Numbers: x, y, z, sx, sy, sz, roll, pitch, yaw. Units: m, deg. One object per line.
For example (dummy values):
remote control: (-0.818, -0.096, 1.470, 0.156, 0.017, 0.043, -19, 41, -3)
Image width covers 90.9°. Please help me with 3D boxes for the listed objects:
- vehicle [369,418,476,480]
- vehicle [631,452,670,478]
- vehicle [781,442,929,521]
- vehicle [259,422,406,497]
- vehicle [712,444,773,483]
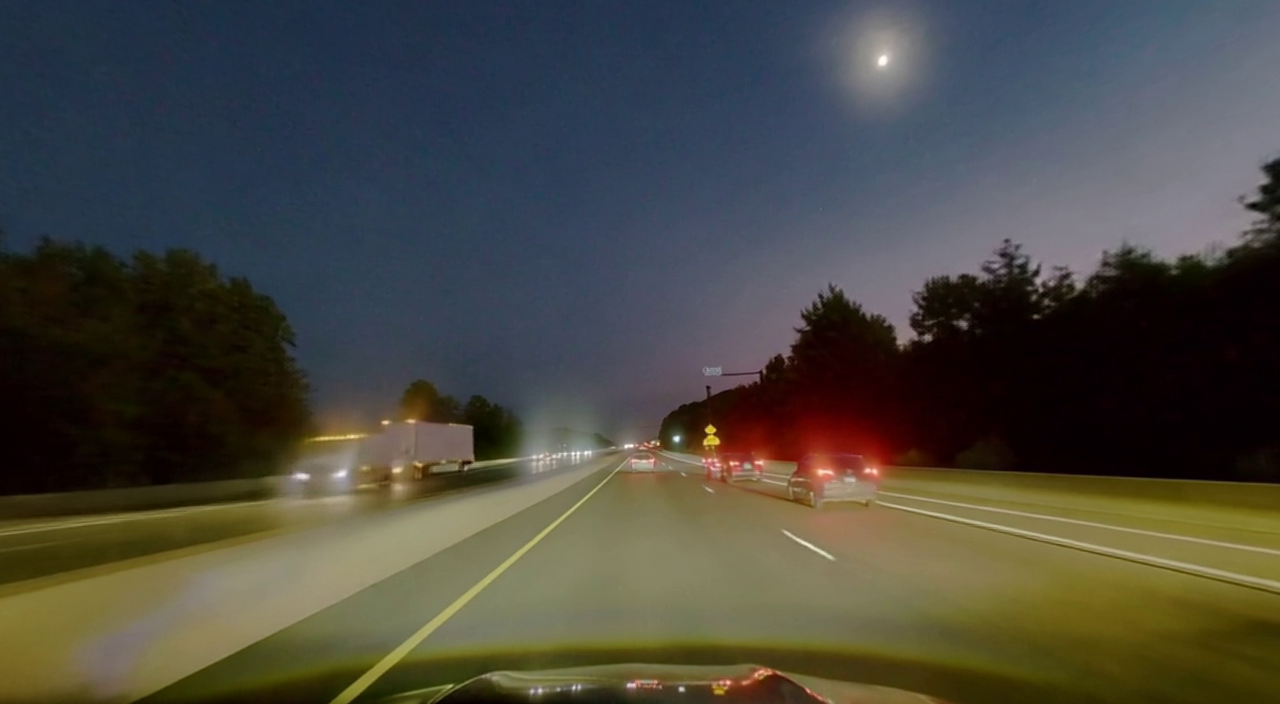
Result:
vehicle: (-16.471, 7.695, 49.648, 2.898, 4.087, 15.230, 0, -9, 1)
vehicle: (0.516, 6.161, 34.528, 2.012, 1.320, 3.777, 0, -9, 0)
vehicle: (4.615, 2.819, 14.187, 1.952, 1.495, 3.740, 0, -9, -1)
vehicle: (-13.255, 4.736, 28.041, 2.620, 2.854, 7.426, 0, -9, 1)
vehicle: (4.617, 5.081, 28.958, 1.969, 1.639, 4.472, 0, -9, -1)
